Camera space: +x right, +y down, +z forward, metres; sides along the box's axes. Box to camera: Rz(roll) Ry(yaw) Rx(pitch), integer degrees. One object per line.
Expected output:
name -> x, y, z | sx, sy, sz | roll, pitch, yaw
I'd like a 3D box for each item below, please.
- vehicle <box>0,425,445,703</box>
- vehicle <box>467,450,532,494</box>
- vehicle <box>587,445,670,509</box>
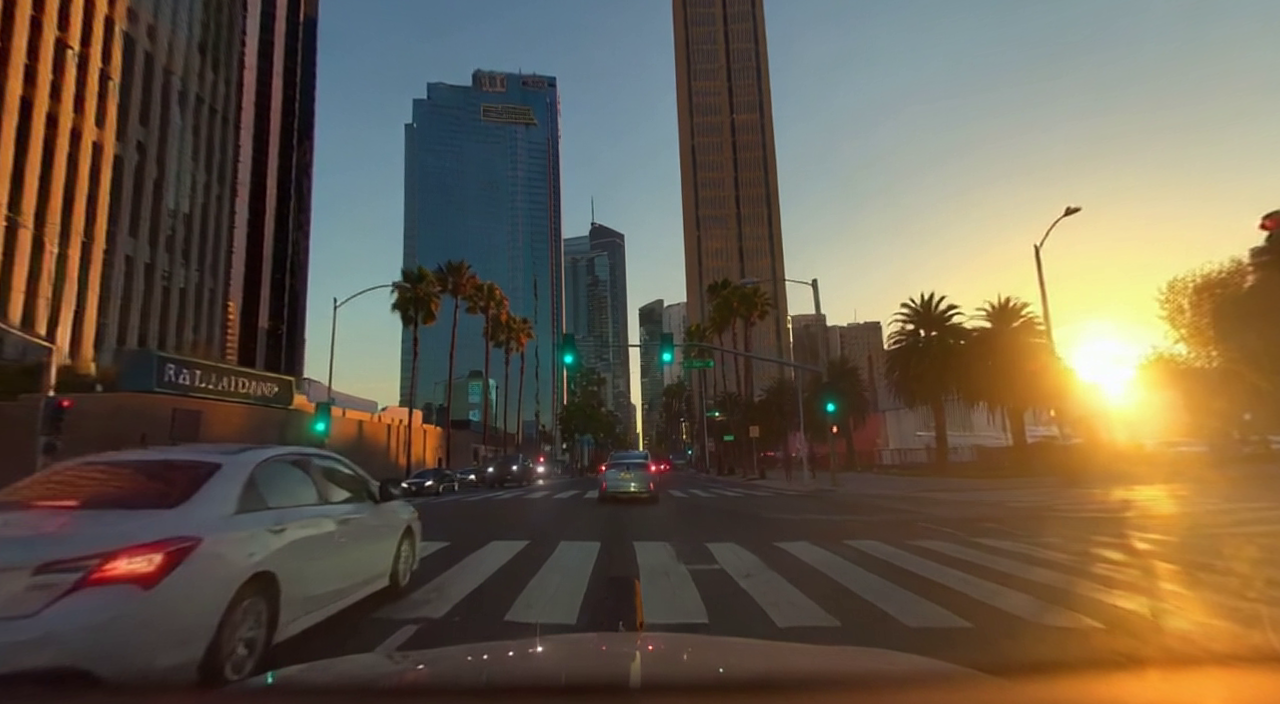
vehicle -> -3.300, 1.392, 4.947 | 2.096, 1.492, 4.666 | 0, -8, -1
vehicle -> -6.718, 5.753, 30.582 | 2.070, 1.893, 4.738 | 0, -8, 0
vehicle -> -0.316, 3.554, 18.425 | 2.145, 1.632, 3.972 | 0, -8, -1
